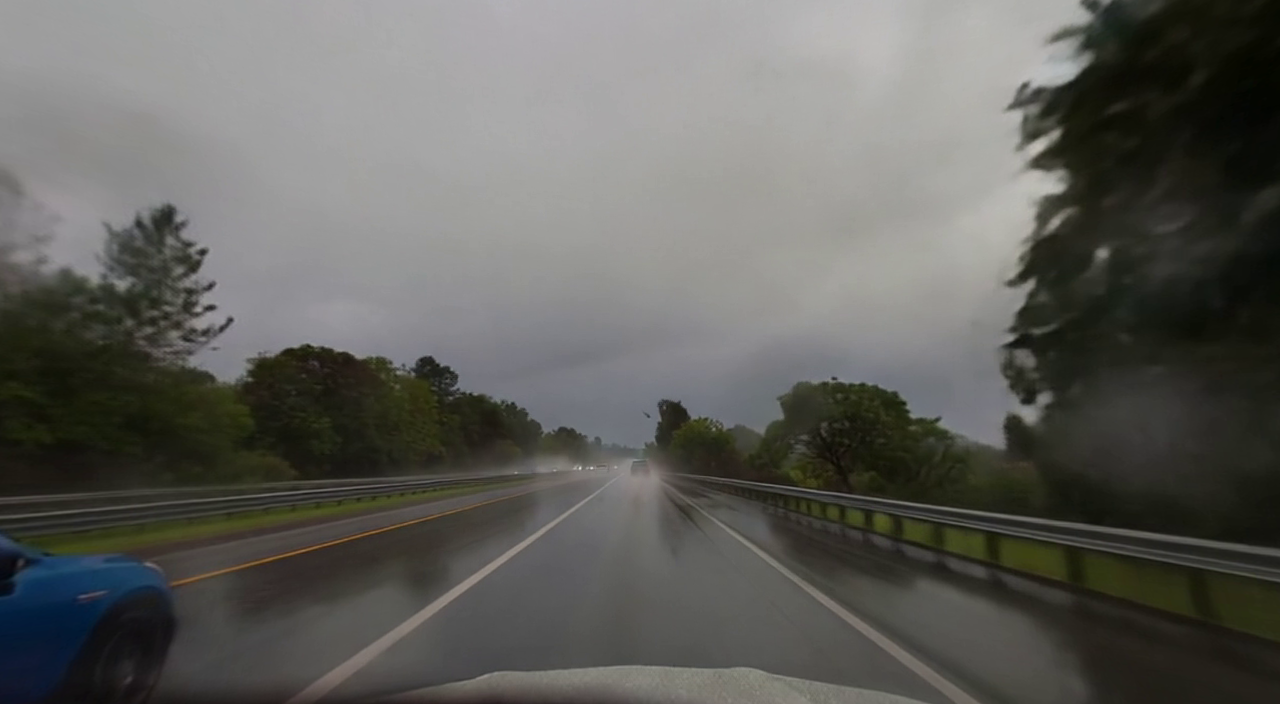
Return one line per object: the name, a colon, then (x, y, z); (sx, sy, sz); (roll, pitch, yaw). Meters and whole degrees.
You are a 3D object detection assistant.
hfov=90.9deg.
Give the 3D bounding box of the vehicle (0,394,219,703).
vehicle: (-3.456, 0.749, 1.535); (2.017, 1.516, 4.041); (1, -11, 0)
